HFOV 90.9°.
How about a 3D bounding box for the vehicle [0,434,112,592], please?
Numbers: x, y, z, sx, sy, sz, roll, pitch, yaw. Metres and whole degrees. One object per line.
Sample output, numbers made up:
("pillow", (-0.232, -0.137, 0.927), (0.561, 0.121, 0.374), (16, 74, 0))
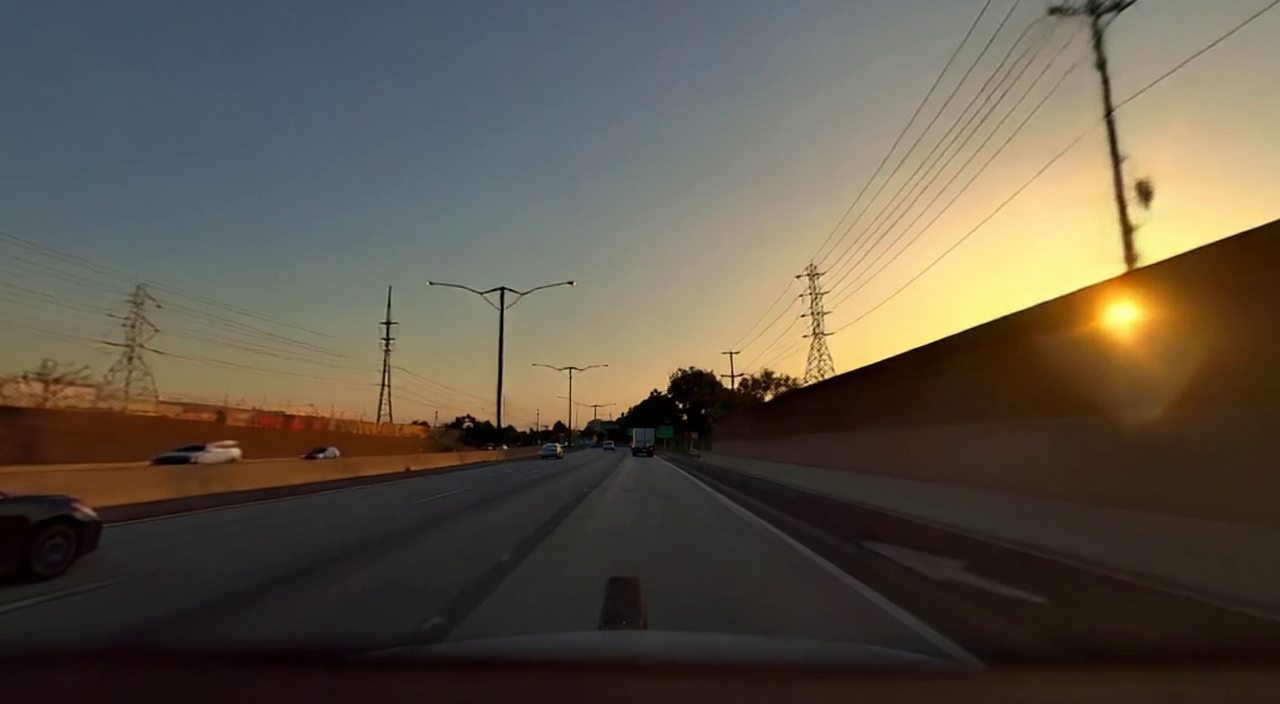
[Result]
("vehicle", (-7.076, 1.350, 4.787), (1.971, 1.490, 4.790), (0, -8, 0))

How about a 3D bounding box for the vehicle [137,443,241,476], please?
("vehicle", (-22.651, 5.386, 31.929), (1.927, 1.553, 4.552), (0, -8, 0))
